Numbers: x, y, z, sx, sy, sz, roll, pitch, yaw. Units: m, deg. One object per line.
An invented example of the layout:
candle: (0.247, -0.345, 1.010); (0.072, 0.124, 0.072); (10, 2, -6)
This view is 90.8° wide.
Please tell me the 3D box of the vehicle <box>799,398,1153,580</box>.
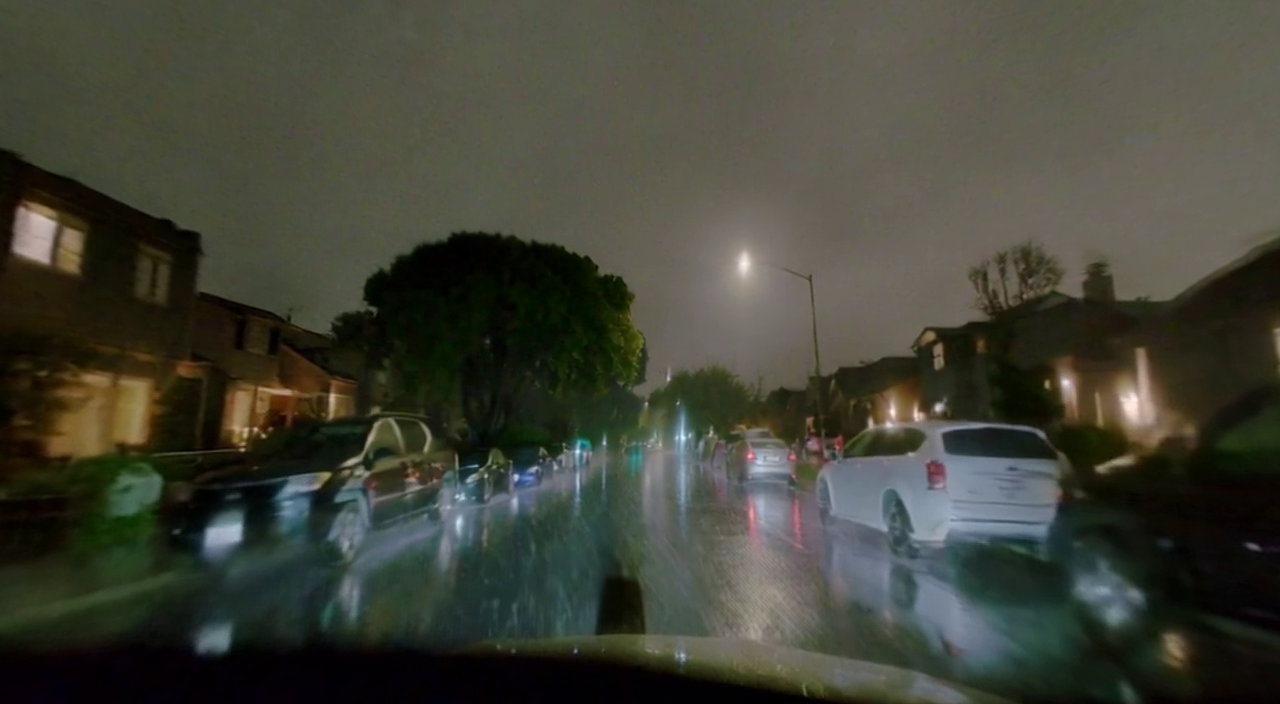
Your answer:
vehicle: (4.071, 1.764, 9.010); (2.214, 1.830, 4.997); (0, -8, -1)

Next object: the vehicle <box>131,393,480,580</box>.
vehicle: (-4.562, 1.952, 10.066); (2.461, 2.145, 5.415); (-1, -8, 1)

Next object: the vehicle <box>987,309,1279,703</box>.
vehicle: (3.923, 0.704, 2.324); (1.995, 1.944, 5.400); (0, -8, -3)

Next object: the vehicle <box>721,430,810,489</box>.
vehicle: (4.480, 3.925, 23.407); (2.306, 1.901, 4.908); (0, -8, 0)
